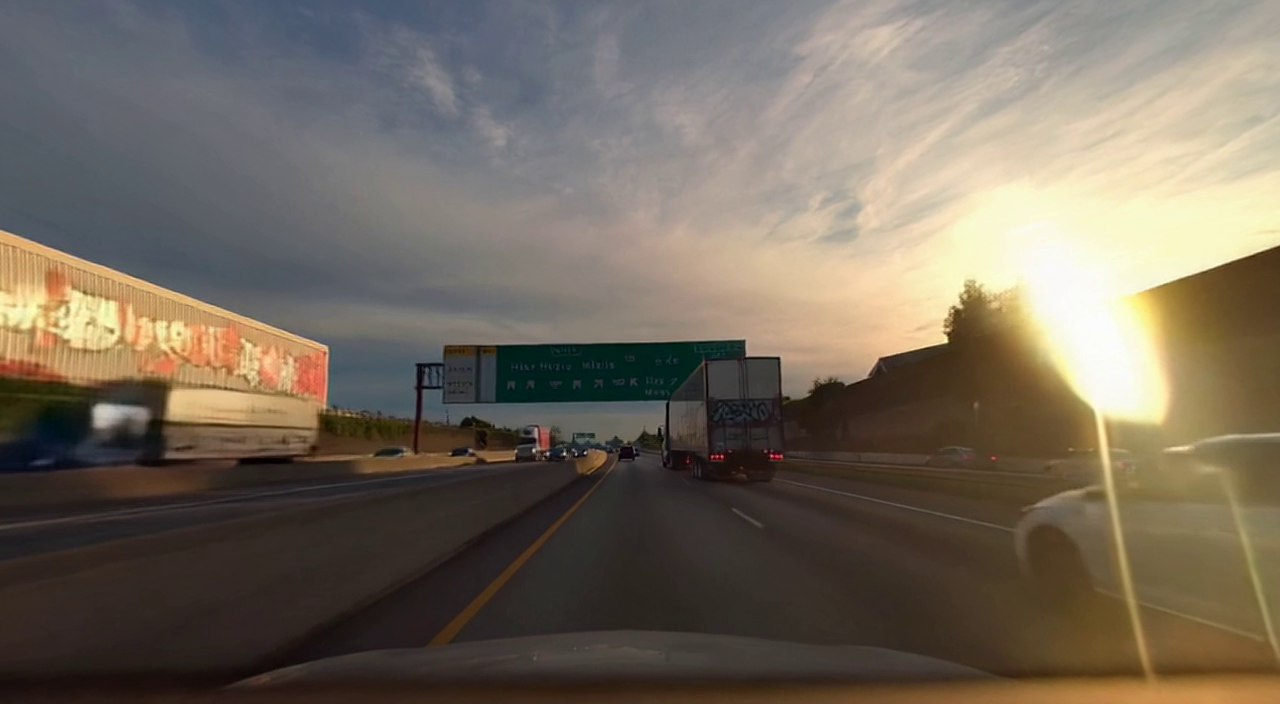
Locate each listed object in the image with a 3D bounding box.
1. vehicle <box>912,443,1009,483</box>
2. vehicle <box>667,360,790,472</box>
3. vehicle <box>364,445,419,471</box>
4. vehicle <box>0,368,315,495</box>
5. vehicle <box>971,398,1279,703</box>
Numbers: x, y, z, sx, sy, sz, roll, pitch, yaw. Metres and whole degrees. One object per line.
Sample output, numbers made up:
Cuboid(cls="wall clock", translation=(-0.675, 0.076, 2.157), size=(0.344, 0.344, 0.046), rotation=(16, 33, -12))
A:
Cuboid(cls="vehicle", translation=(14.619, 5.065, 28.918), size=(2.107, 1.648, 4.324), rotation=(0, -9, -1))
Cuboid(cls="vehicle", translation=(3.788, 3.841, 33.131), size=(3.317, 4.314, 17.803), rotation=(0, -9, -2))
Cuboid(cls="vehicle", translation=(-15.433, 6.565, 39.103), size=(1.872, 1.510, 3.919), rotation=(0, -9, -1))
Cuboid(cls="vehicle", translation=(-16.300, 2.993, 22.603), size=(3.471, 3.416, 11.022), rotation=(1, -9, -2))
Cuboid(cls="vehicle", translation=(4.059, 1.080, 3.369), size=(2.085, 1.588, 4.436), rotation=(0, -9, 0))
